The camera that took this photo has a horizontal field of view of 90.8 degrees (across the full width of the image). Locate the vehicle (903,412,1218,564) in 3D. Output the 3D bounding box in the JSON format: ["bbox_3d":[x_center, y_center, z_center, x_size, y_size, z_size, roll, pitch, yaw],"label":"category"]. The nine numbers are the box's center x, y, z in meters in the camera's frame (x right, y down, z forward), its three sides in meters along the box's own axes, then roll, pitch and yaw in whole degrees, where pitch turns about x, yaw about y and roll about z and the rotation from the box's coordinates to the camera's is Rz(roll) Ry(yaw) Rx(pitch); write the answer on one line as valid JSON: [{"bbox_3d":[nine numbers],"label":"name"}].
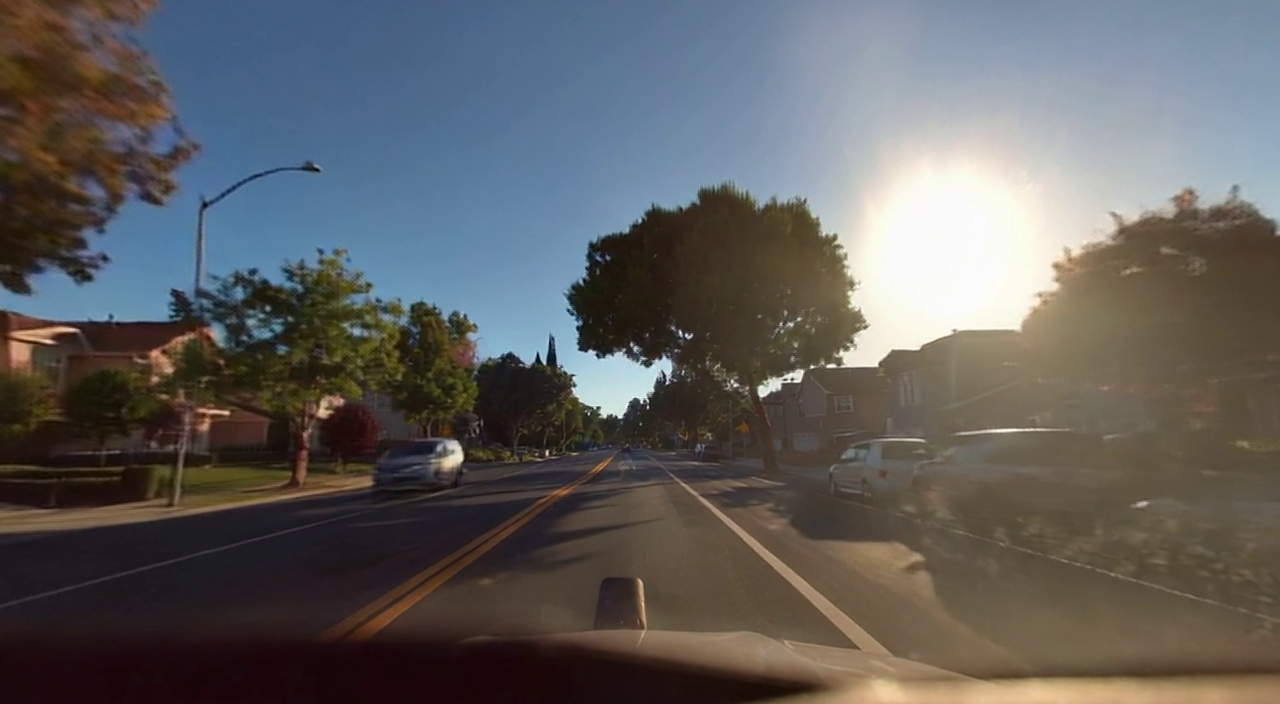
[{"bbox_3d":[6.551,2.139,10.733,2.120,1.986,4.543,0,-8,-1],"label":"vehicle"}]

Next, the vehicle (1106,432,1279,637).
[{"bbox_3d":[6.434,1.457,4.873,2.226,1.682,4.461,0,-8,0],"label":"vehicle"}]

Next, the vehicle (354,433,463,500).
[{"bbox_3d":[-7.078,3.515,19.774,1.907,1.860,3.840,0,-8,0],"label":"vehicle"}]

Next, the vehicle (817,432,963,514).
[{"bbox_3d":[6.452,3.144,16.928,2.108,1.897,4.180,0,-8,-1],"label":"vehicle"}]
